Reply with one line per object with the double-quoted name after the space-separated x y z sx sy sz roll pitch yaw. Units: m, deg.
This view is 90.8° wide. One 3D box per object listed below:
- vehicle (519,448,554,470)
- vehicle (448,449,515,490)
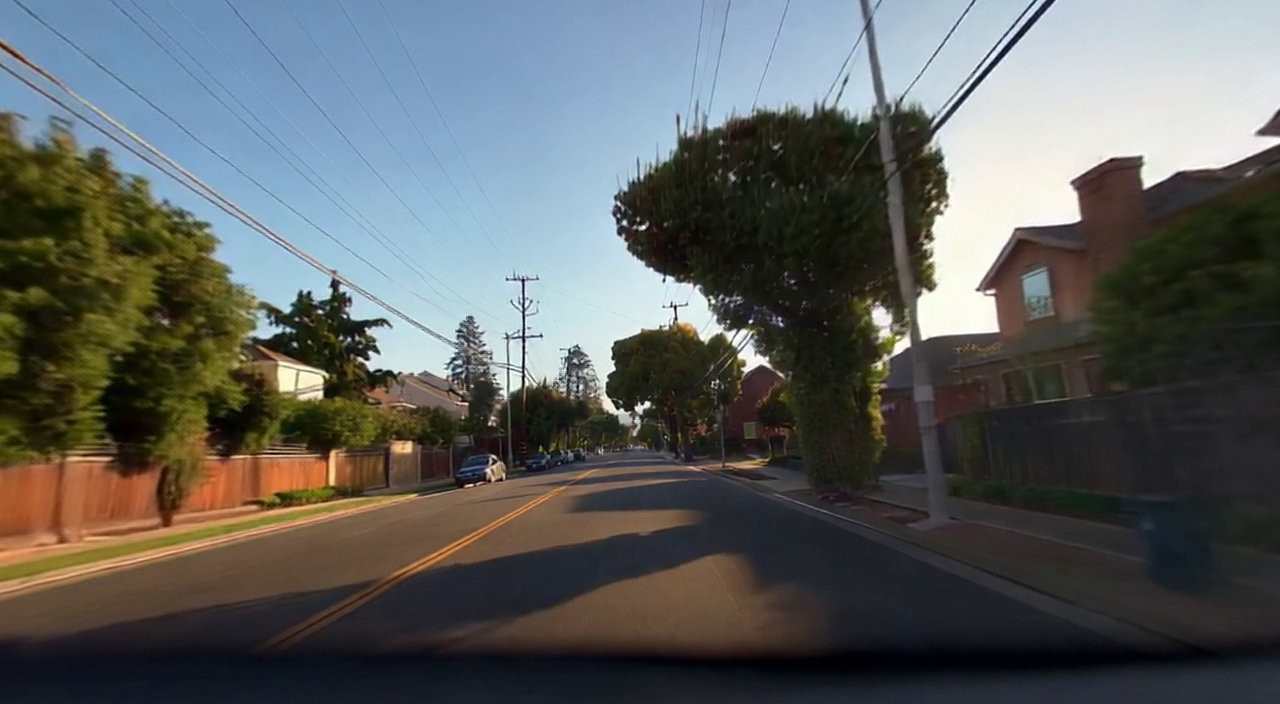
-7.746 8.015 47.449 1.949 1.512 3.818 0 -8 0 "vehicle"
-7.261 5.390 29.382 1.869 1.442 4.344 -9 -8 -1 "vehicle"
